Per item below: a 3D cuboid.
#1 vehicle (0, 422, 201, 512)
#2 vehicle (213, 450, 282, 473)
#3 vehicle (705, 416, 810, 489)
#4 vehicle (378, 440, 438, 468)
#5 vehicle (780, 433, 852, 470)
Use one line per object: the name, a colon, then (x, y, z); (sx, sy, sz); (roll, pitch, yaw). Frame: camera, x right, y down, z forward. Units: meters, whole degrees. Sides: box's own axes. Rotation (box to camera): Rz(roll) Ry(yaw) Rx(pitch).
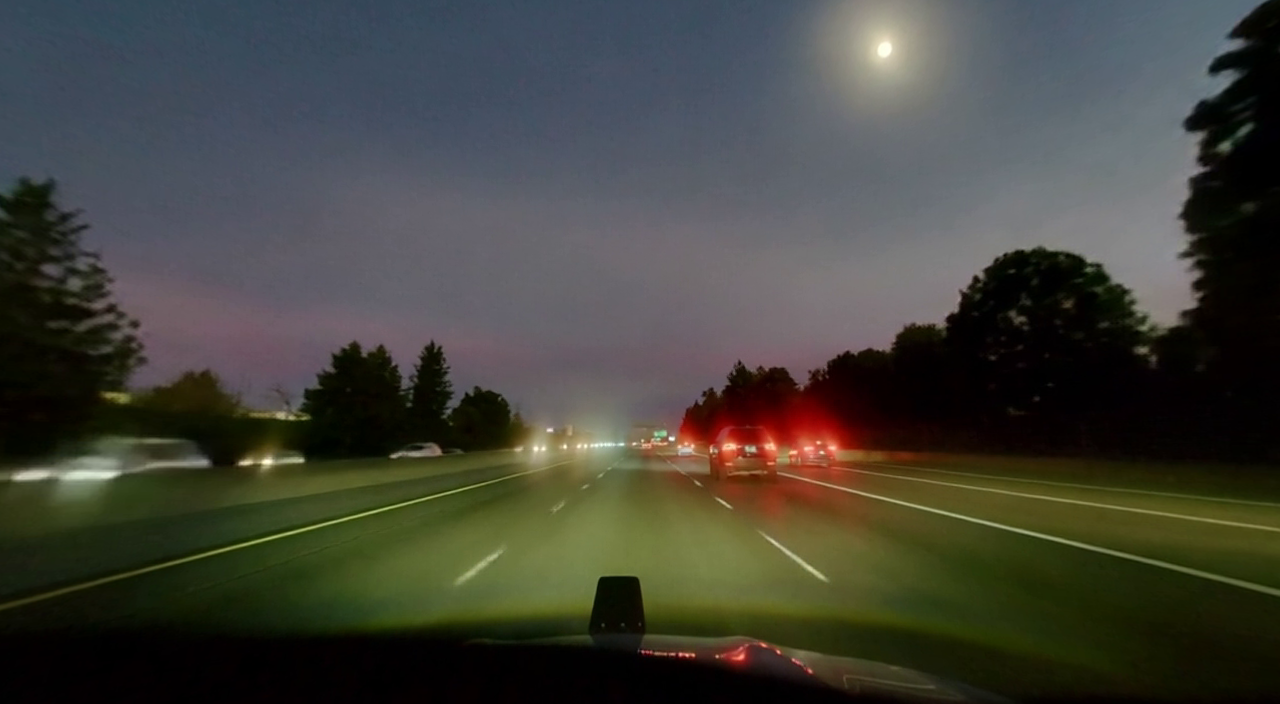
vehicle: (-14.160, 2.775, 15.810); (2.297, 1.834, 5.498); (0, -8, 0)
vehicle: (-28.503, 7.958, 45.996); (1.902, 1.475, 4.778); (-1, -8, 0)
vehicle: (3.471, 3.135, 19.967); (2.218, 1.964, 5.662); (0, -8, 0)
vehicle: (-14.291, 6.291, 39.114); (1.978, 1.626, 4.596); (0, -8, 0)
vehicle: (8.439, 4.797, 30.650); (2.045, 1.658, 4.598); (0, -8, -2)
